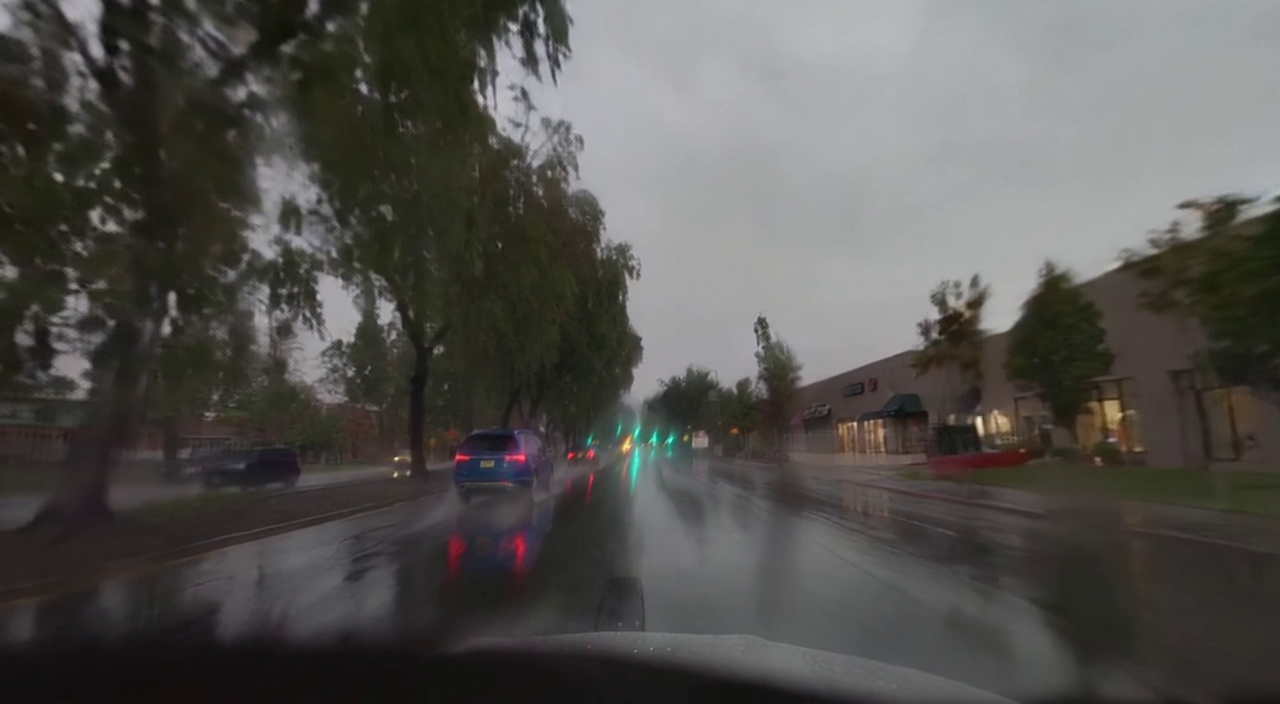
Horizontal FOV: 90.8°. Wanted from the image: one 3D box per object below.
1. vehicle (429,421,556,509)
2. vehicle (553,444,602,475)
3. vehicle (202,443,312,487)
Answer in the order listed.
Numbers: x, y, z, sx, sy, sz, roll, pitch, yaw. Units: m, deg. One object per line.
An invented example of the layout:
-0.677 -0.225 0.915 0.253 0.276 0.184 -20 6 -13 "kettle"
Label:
-3.354 2.683 15.372 2.042 1.817 4.364 0 -9 -1 "vehicle"
-3.149 5.530 32.783 2.069 1.470 4.601 0 -9 0 "vehicle"
-16.362 4.819 27.317 1.963 1.712 4.436 0 -9 0 "vehicle"
